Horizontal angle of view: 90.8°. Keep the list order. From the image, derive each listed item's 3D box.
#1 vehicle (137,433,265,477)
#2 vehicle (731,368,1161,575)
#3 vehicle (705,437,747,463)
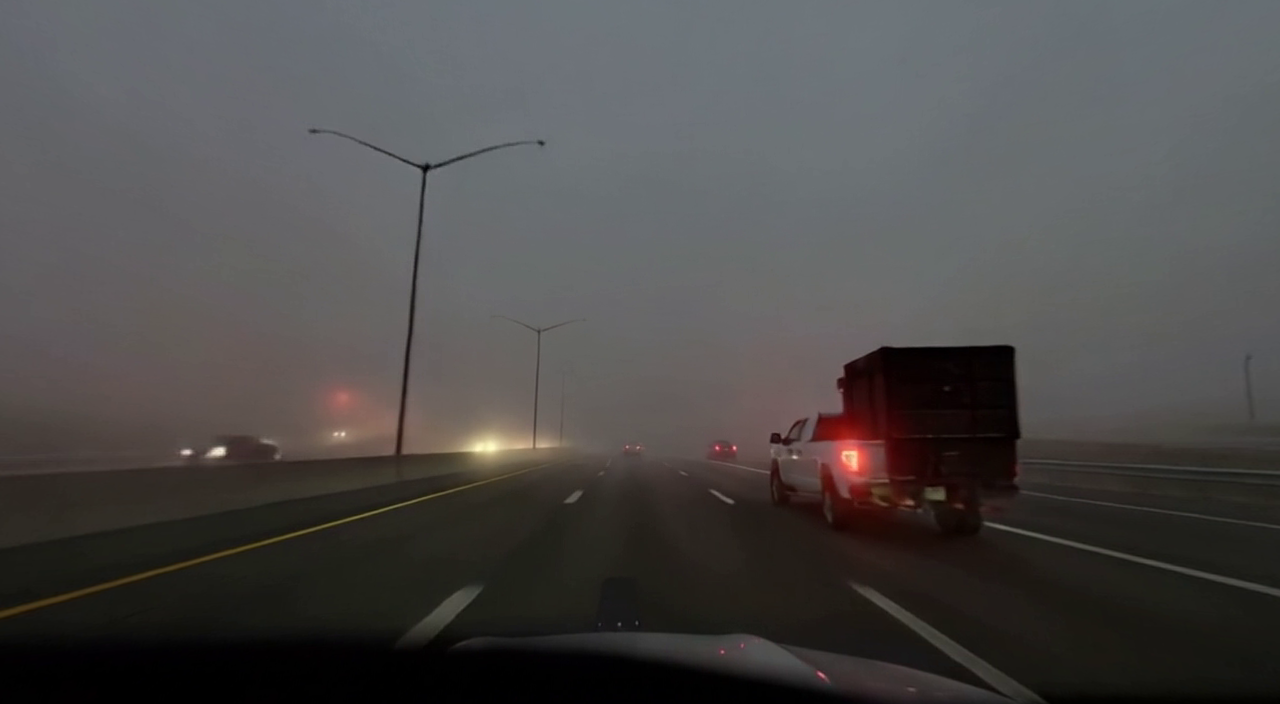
[{"bbox_3d":[-20.156,4.757,29.373,2.362,1.865,5.180,0,-8,-2],"label":"vehicle"},{"bbox_3d":[3.637,1.769,10.325,2.981,2.053,7.897,0,-8,-1],"label":"vehicle"},{"bbox_3d":[6.000,6.934,44.658,2.104,1.723,4.538,0,-9,-3],"label":"vehicle"}]
